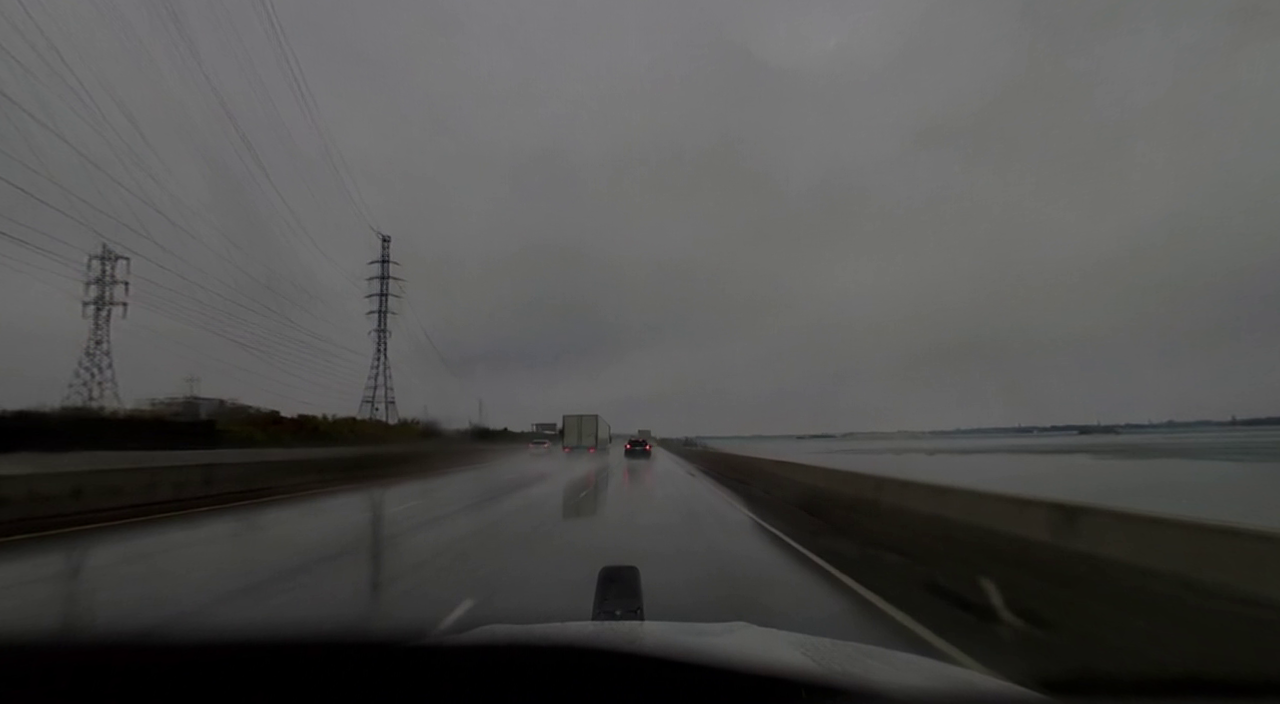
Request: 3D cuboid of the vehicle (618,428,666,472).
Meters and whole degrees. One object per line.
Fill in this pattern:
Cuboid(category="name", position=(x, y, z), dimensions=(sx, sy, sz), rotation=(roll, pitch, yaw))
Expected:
Cuboid(category="vehicle", position=(0.124, 5.185, 33.533), dimensions=(2.358, 2.144, 4.713), rotation=(0, -8, 1))

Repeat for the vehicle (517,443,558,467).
Cuboid(category="vehicle", position=(-7.061, 7.116, 43.939), dimensions=(2.004, 1.545, 4.513), rotation=(0, -8, 1))

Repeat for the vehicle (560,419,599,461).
Cuboid(category="vehicle", position=(-3.756, 5.526, 39.512), dimensions=(2.178, 2.522, 2.054), rotation=(0, -8, 1))
